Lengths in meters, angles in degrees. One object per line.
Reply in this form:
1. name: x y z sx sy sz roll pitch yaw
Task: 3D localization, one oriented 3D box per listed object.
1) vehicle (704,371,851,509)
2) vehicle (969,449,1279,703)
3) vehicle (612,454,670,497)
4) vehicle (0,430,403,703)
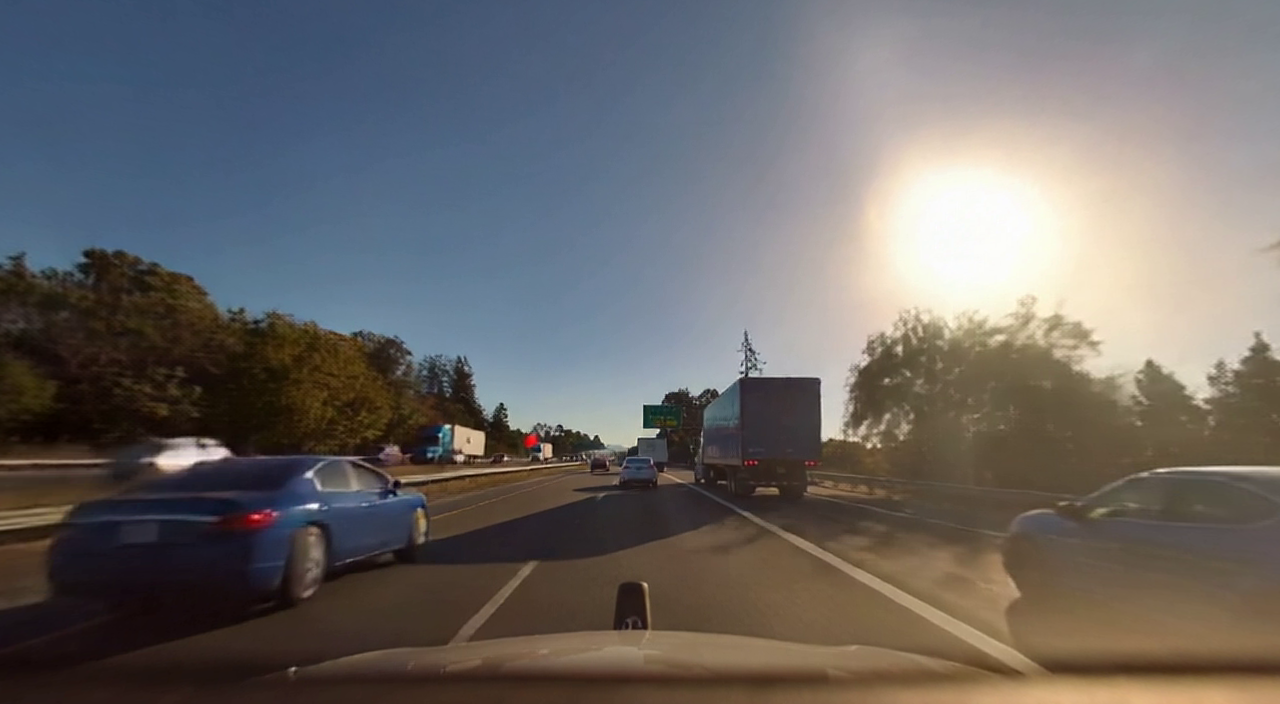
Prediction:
1. vehicle: 4.704 3.646 25.384 2.877 4.035 13.897 0 -9 0
2. vehicle: 4.296 1.317 3.999 2.037 1.377 4.407 0 -9 0
3. vehicle: 0.011 4.774 24.764 2.089 1.516 4.191 0 -9 -1
4. vehicle: -3.587 1.374 4.551 2.105 1.467 4.099 0 -9 1
